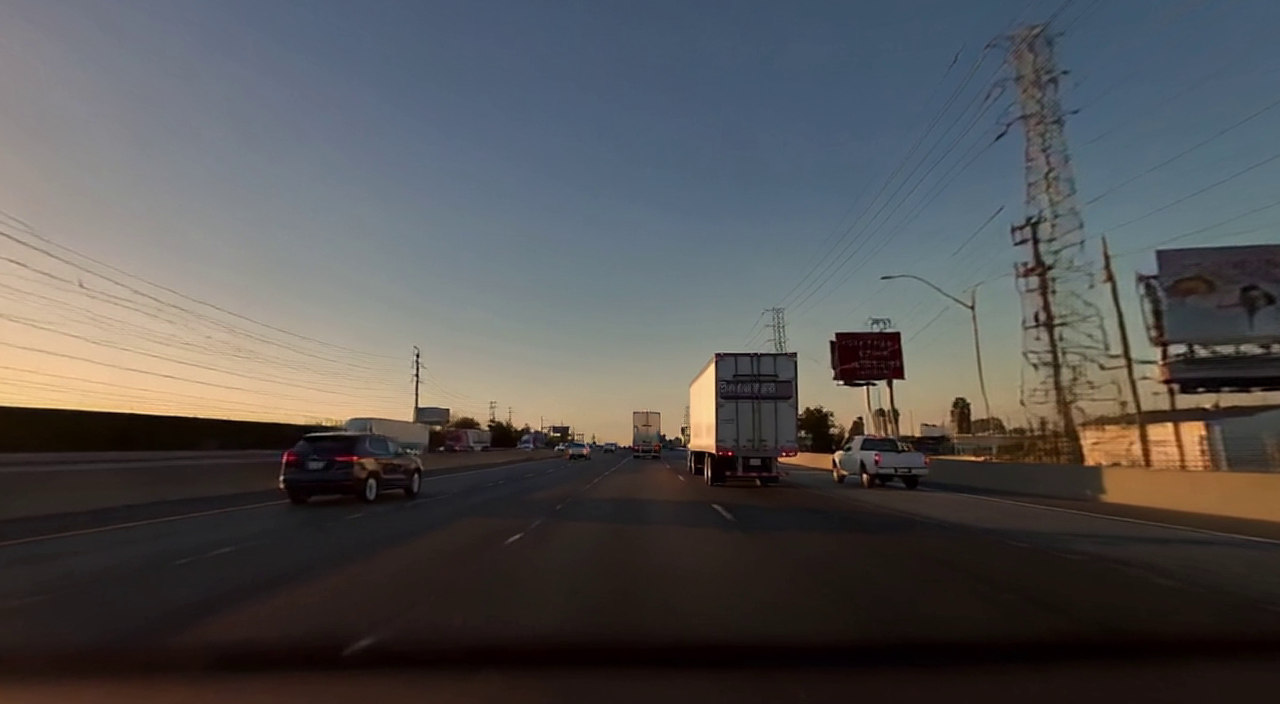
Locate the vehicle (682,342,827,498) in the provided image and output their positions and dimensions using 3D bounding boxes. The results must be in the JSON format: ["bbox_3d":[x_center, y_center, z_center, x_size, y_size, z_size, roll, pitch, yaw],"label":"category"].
[{"bbox_3d":[3.591,3.048,25.241,2.892,4.152,16.575,0,-9,1],"label":"vehicle"}]

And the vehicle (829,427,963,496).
[{"bbox_3d":[7.630,3.308,19.472,2.115,1.844,4.522,0,-9,-1],"label":"vehicle"}]

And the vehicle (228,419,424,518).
[{"bbox_3d":[-6.773,2.577,14.410,2.004,1.846,4.739,0,-9,0],"label":"vehicle"}]
